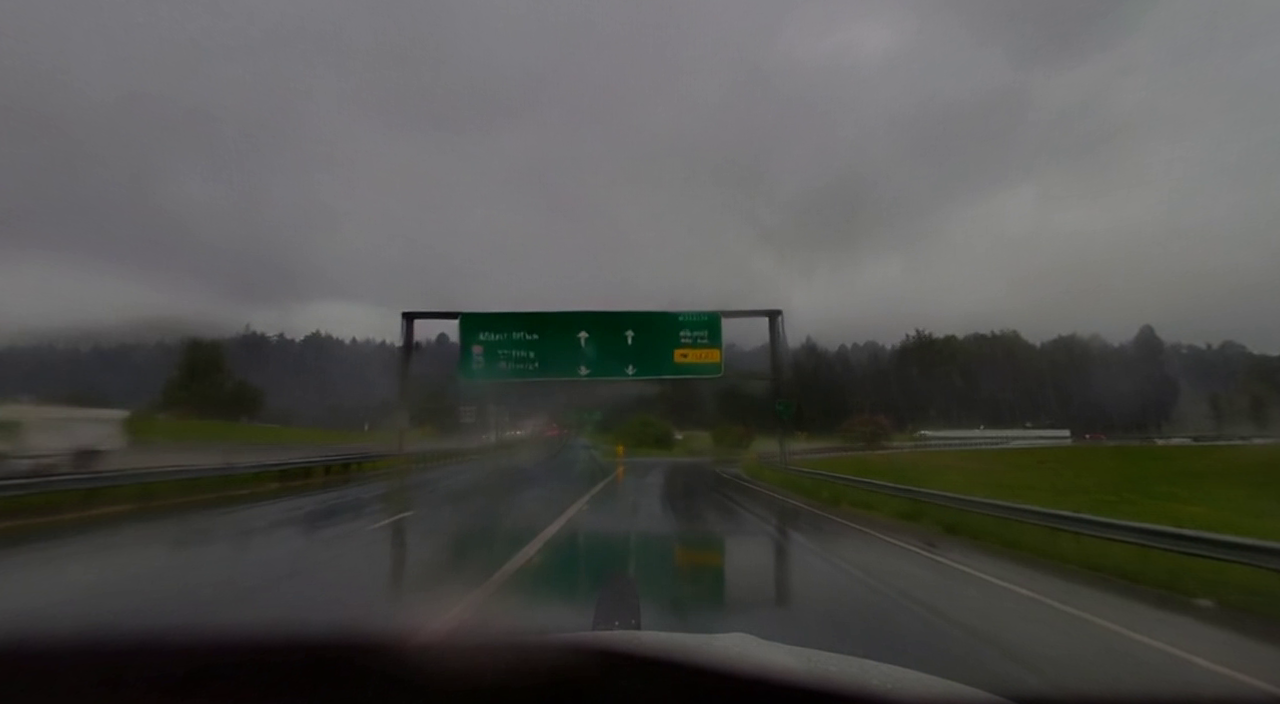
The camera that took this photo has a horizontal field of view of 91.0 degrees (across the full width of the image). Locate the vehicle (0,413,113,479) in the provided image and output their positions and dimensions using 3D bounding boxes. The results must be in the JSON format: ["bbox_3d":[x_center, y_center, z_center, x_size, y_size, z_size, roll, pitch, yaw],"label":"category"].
[{"bbox_3d":[-25.048,3.792,25.299,2.208,2.438,6.660,0,-8,-4],"label":"vehicle"}]
